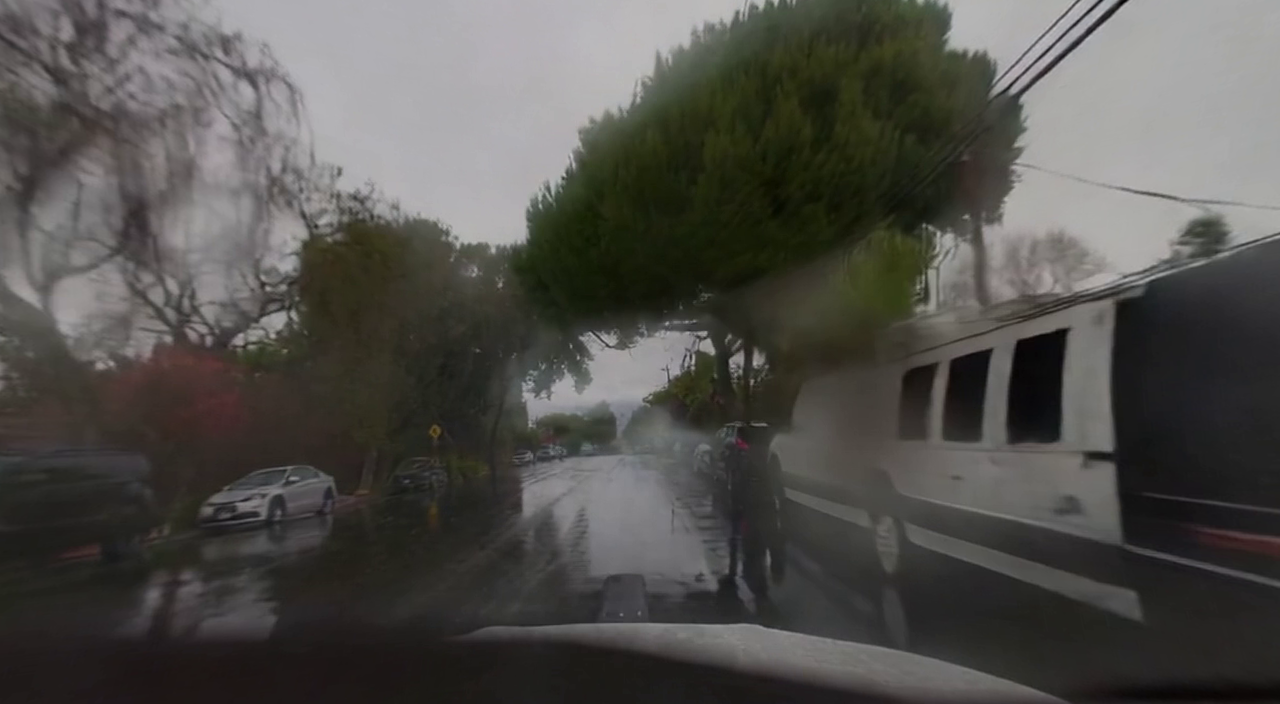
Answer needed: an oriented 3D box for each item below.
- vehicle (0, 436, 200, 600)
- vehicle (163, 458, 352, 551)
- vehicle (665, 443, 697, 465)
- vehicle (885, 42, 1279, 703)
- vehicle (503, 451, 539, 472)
[{"bbox_3d":[-8.477,2.155,8.324,2.163,1.841,4.679,-6,-7,-2],"label":"vehicle"},{"bbox_3d":[-8.456,3.329,14.448,1.839,1.384,4.124,-7,-7,-2],"label":"vehicle"},{"bbox_3d":[2.964,7.455,46.493,1.927,1.529,4.144,0,-9,-3],"label":"vehicle"},{"bbox_3d":[3.067,0.406,2.840,2.233,2.453,3.787,0,-9,-2],"label":"vehicle"},{"bbox_3d":[-8.730,8.051,46.559,1.937,1.427,4.510,0,-9,-2],"label":"vehicle"}]
